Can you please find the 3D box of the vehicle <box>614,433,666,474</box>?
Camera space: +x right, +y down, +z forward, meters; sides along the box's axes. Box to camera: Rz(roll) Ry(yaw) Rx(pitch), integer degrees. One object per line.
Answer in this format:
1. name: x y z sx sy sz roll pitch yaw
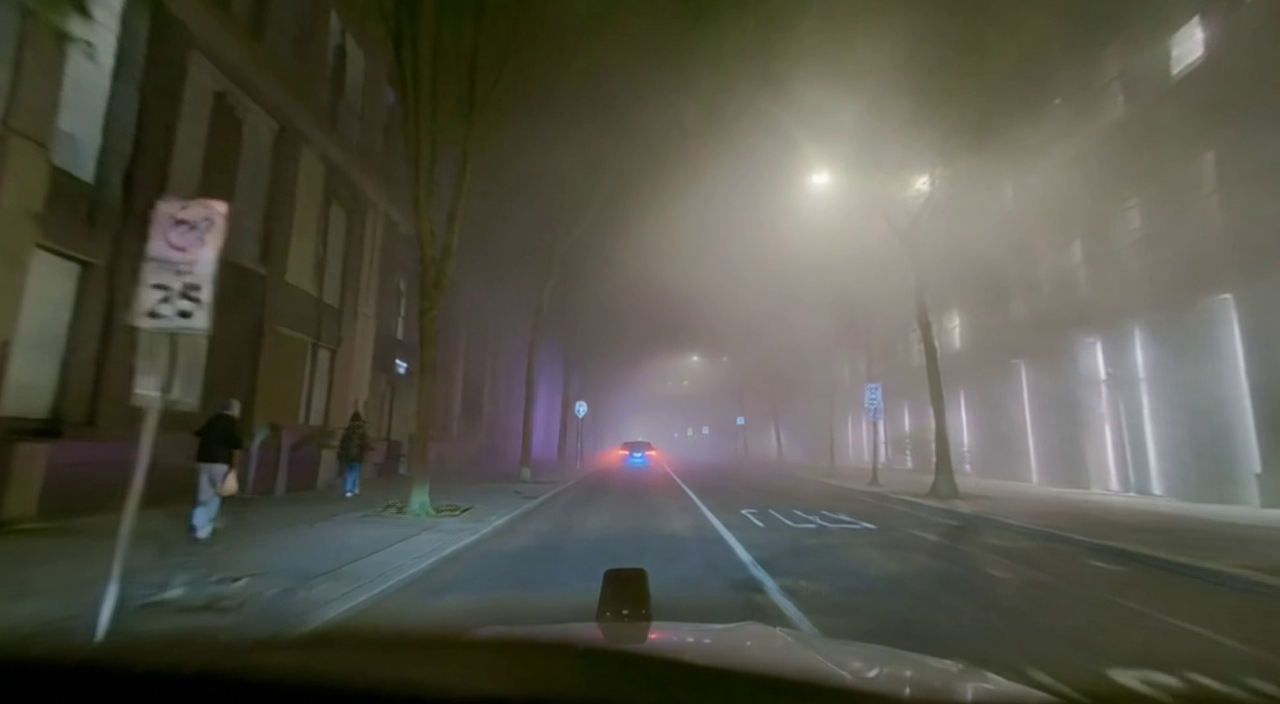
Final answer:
1. vehicle: -0.032 4.348 27.197 2.079 1.621 3.861 0 -8 -1
